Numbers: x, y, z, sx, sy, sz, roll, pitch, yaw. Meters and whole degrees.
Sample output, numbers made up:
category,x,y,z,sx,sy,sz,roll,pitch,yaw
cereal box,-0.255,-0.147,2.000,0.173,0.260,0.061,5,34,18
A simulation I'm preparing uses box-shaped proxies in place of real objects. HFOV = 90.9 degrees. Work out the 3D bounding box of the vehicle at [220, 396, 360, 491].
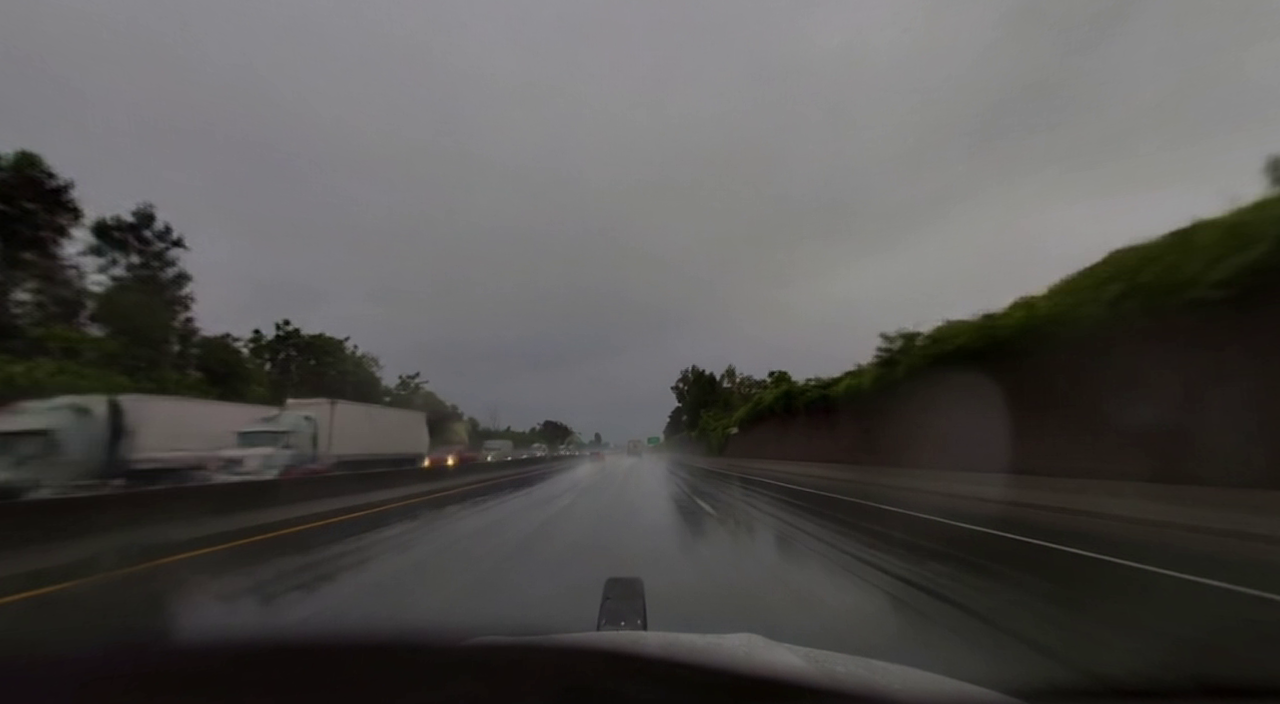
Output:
category,x,y,z,sx,sy,sz,roll,pitch,yaw
vehicle,-16.201,4.336,29.823,2.980,4.025,6.140,0,-9,-1

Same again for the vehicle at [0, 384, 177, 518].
category,x,y,z,sx,sy,sz,roll,pitch,yaw
vehicle,-19.949,3.346,21.582,3.025,3.867,6.475,0,-9,0

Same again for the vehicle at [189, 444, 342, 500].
category,x,y,z,sx,sy,sz,roll,pitch,yaw
vehicle,-11.246,3.612,19.400,1.910,1.506,4.487,0,-9,0
